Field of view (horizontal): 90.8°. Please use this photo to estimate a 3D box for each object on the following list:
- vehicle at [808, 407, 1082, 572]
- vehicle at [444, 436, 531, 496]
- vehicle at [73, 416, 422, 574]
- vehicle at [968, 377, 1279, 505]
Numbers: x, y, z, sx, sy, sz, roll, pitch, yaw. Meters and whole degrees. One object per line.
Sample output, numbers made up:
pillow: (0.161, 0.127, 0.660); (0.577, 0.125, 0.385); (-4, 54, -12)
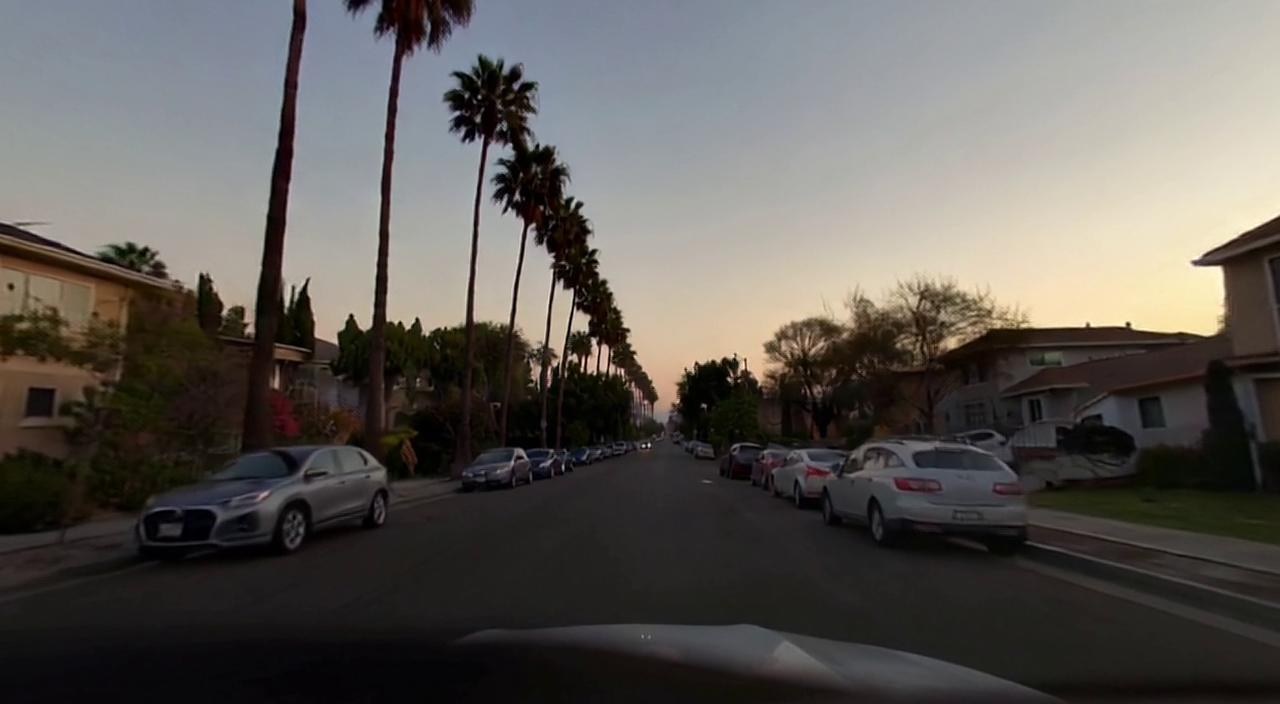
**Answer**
vehicle: (4.203, 2.022, 9.823); (1.964, 1.889, 4.708); (1, -10, 1)
vehicle: (-5.221, 4.006, 22.267); (1.947, 1.803, 4.381); (-2, -10, 0)
vehicle: (-5.506, 2.129, 10.035); (2.020, 1.819, 5.168); (-1, -10, 2)
vehicle: (10.856, 2.040, 14.436); (5.235, 1.985, 2.187); (-8, -9, 4)
